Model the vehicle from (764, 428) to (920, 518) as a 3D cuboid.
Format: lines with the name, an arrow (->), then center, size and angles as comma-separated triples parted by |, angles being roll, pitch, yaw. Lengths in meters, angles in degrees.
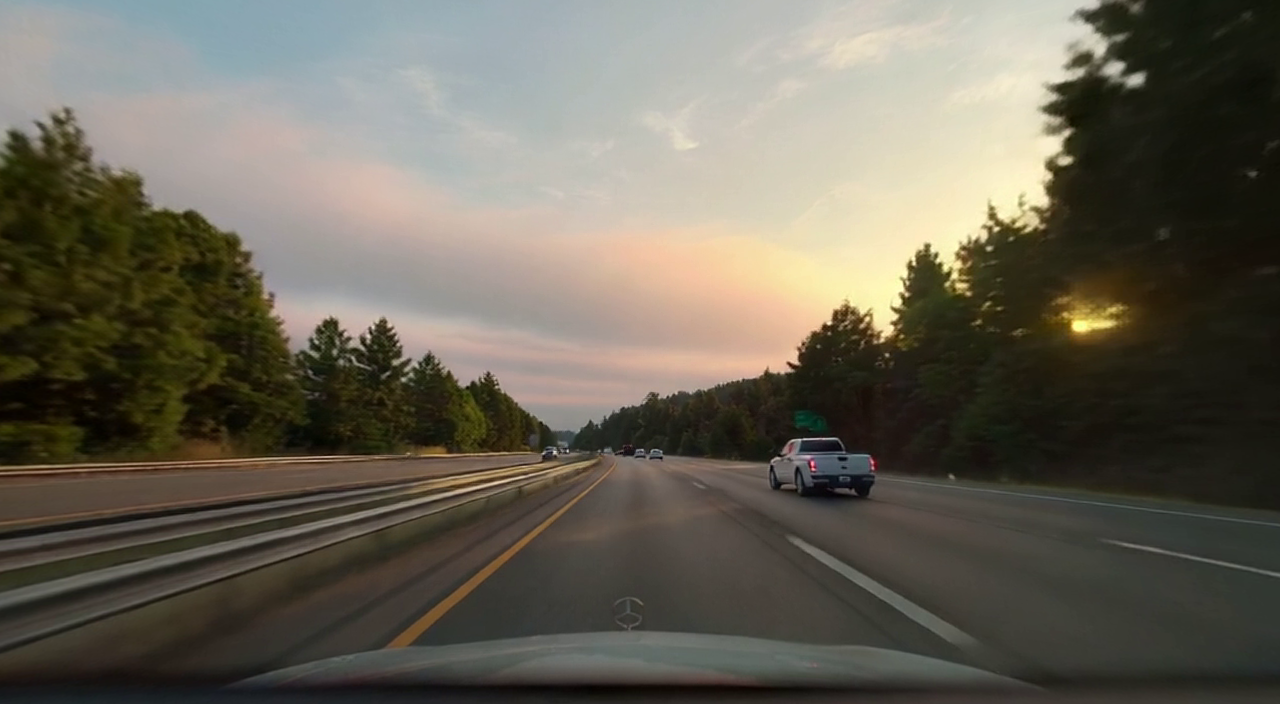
vehicle -> 4.223, 2.608, 14.041 | 1.933, 1.663, 4.440 | 0, -9, -1
